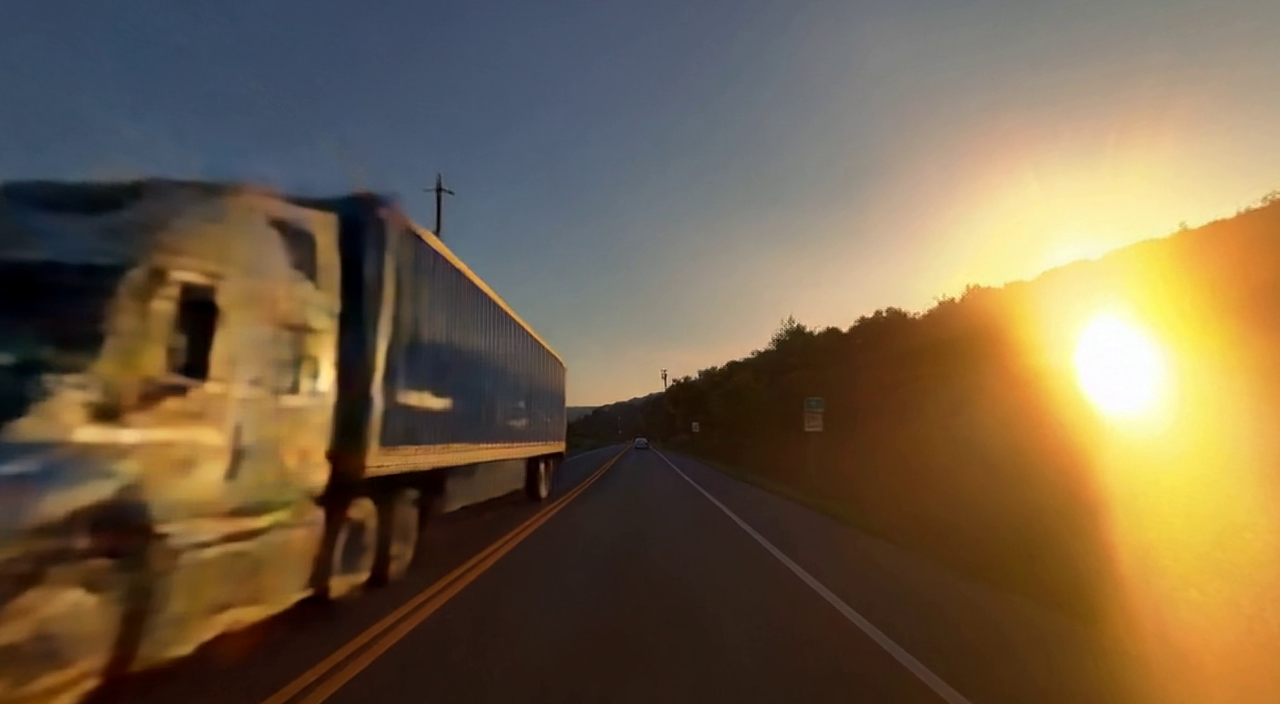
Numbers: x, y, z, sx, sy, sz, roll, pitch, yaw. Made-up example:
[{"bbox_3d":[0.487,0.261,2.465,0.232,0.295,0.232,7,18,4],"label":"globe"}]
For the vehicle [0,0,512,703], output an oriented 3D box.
[{"bbox_3d":[-3.848,0.127,5.105,3.048,4.005,11.290,0,-8,1],"label":"vehicle"}]
